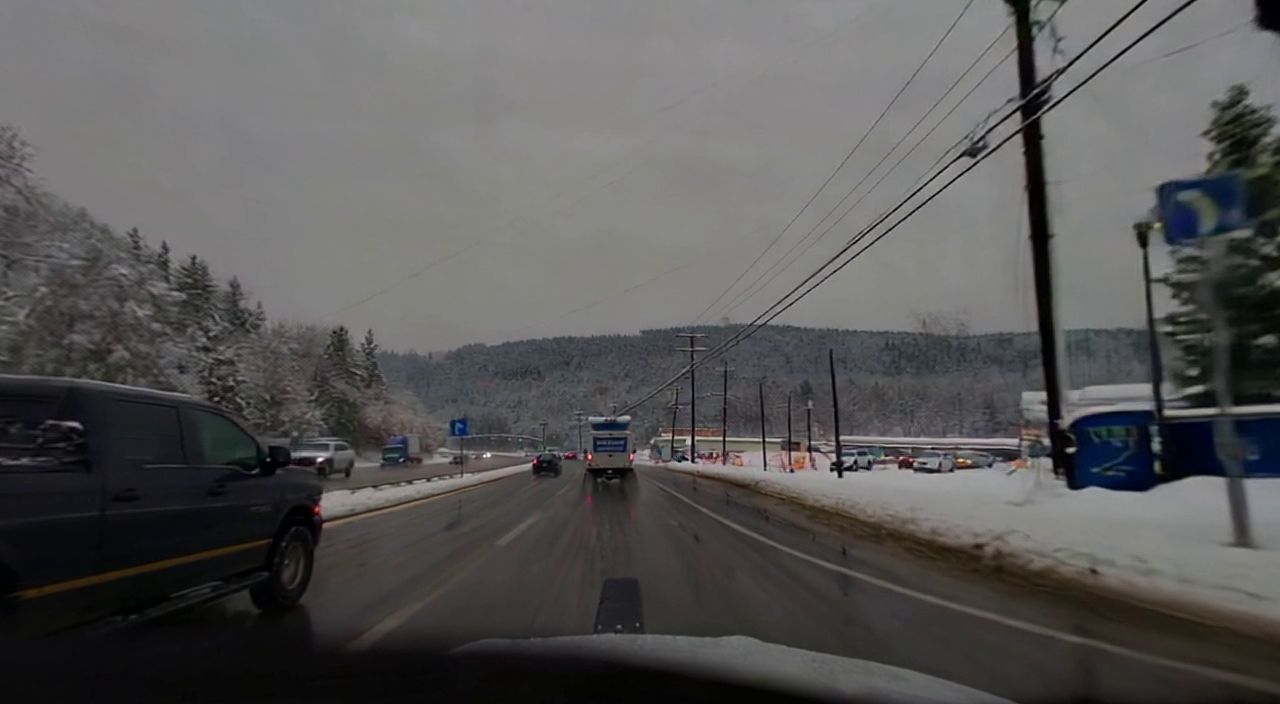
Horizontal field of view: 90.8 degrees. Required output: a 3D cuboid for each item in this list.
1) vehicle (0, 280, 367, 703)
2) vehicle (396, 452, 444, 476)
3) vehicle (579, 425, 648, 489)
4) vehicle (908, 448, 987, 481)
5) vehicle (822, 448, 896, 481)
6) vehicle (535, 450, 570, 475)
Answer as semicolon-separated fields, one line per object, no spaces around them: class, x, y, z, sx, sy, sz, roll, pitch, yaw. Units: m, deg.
vehicle;-3.815;0.817;3.215;2.345;2.012;5.693;0;-9;-1
vehicle;-15.038;7.644;43.342;1.993;1.455;3.967;0;-9;-3
vehicle;-1.085;4.211;25.556;2.486;2.280;5.291;0;-9;-3
vehicle;18.821;6.805;38.586;5.424;1.844;2.255;7;-11;-40
vehicle;14.031;7.106;40.323;5.331;1.917;2.166;8;-12;-43
vehicle;-5.637;7.172;41.172;1.972;1.496;4.150;1;-9;-4
